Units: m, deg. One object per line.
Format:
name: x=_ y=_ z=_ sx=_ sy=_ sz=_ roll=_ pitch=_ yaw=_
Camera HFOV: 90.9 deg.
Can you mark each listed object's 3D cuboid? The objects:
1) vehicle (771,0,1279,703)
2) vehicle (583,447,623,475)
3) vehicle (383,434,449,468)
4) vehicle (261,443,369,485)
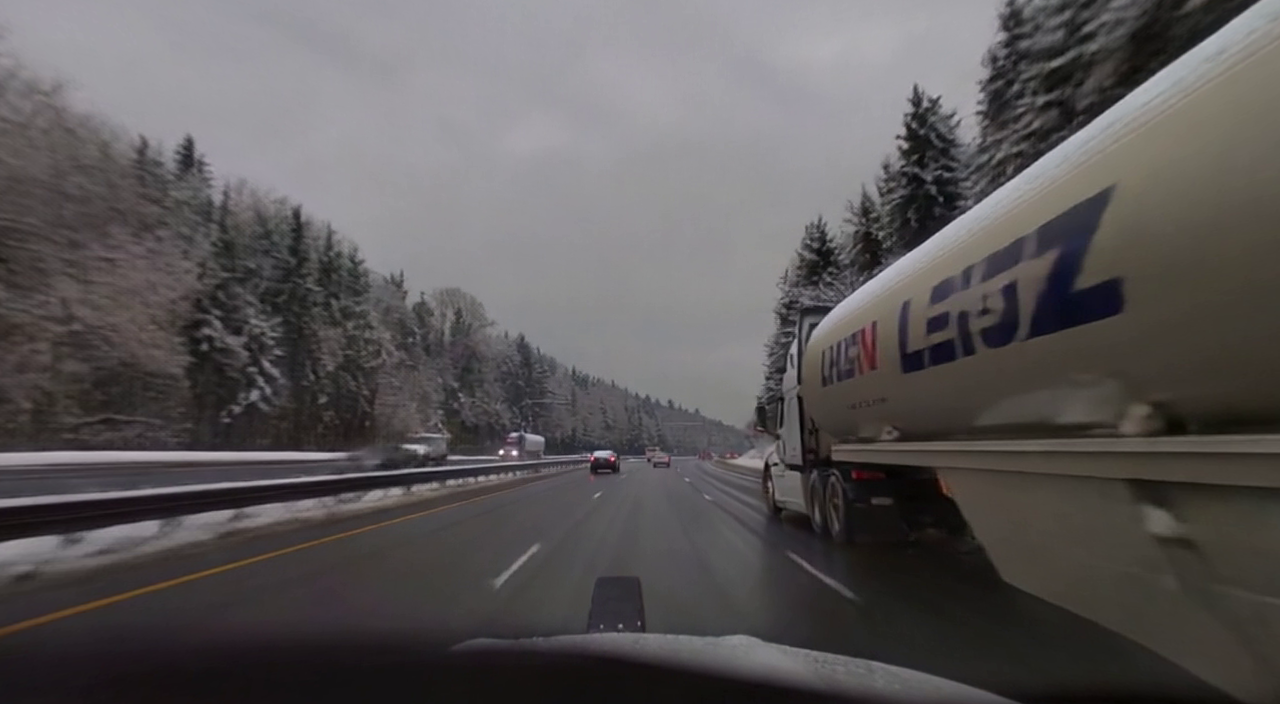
vehicle: x=4.114 y=0.099 z=4.744 sx=3.057 sy=3.993 sz=13.914 roll=0 pitch=-9 yaw=-1
vehicle: x=-2.416 y=7.359 z=42.741 sx=2.205 sy=1.728 sz=4.397 roll=-1 pitch=-9 yaw=3
vehicle: x=-15.246 y=6.790 z=43.290 sx=2.484 sy=2.197 sz=5.115 roll=0 pitch=-9 yaw=2
vehicle: x=-12.218 y=4.219 z=24.034 sx=1.839 sy=1.441 sz=4.132 roll=0 pitch=-9 yaw=1
